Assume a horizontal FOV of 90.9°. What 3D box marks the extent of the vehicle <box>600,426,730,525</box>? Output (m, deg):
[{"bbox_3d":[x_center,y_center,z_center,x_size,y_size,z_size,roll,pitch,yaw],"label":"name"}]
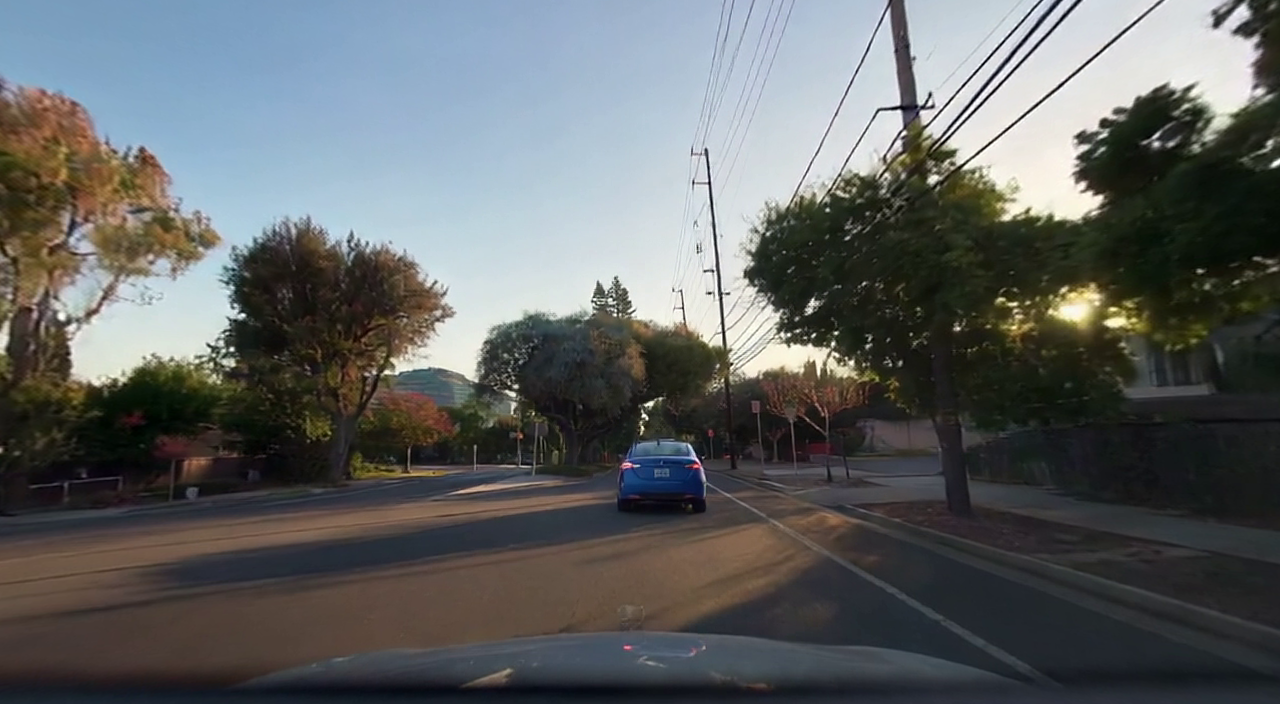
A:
[{"bbox_3d":[0.418,2.404,12.777,2.200,1.653,4.127,0,-9,0],"label":"vehicle"}]
